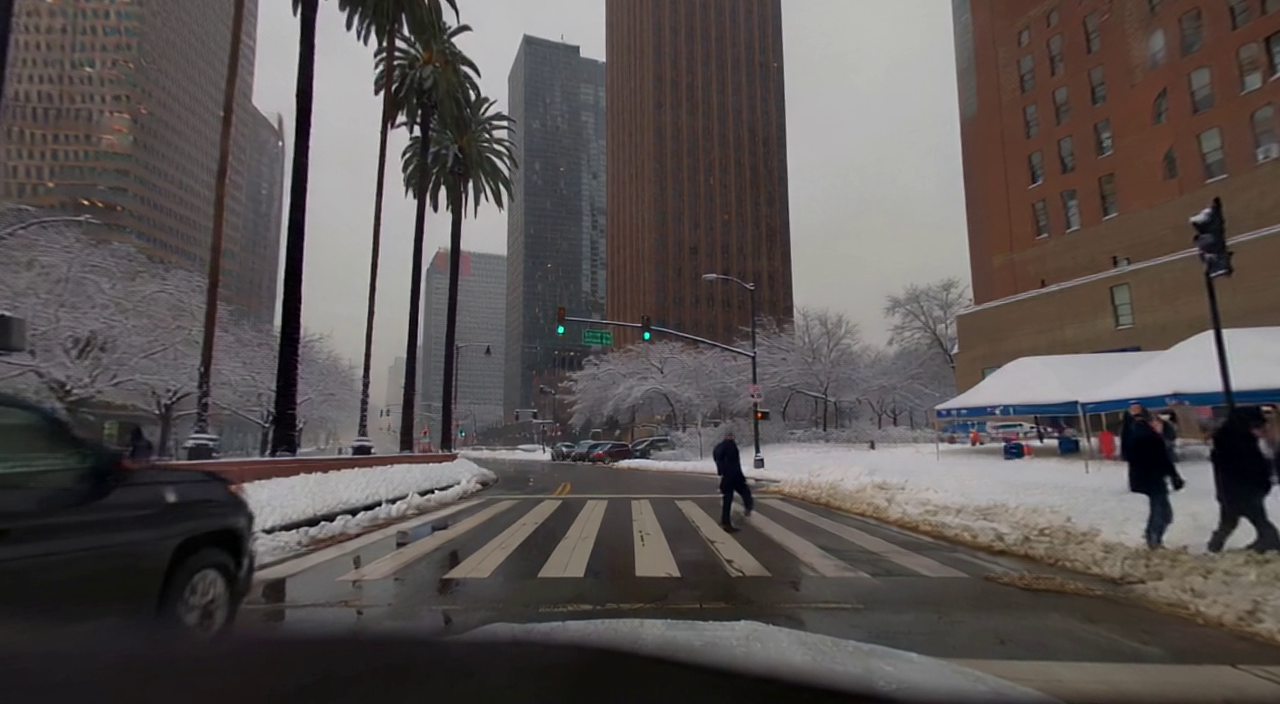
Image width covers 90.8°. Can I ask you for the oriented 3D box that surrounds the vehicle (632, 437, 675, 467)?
[{"bbox_3d":[0.915,7.348,46.616,2.322,2.071,5.366,1,-9,-9],"label":"vehicle"}]

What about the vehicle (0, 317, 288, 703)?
[{"bbox_3d":[-3.237,0.632,1.619,1.948,1.674,4.668,0,-8,0],"label":"vehicle"}]
